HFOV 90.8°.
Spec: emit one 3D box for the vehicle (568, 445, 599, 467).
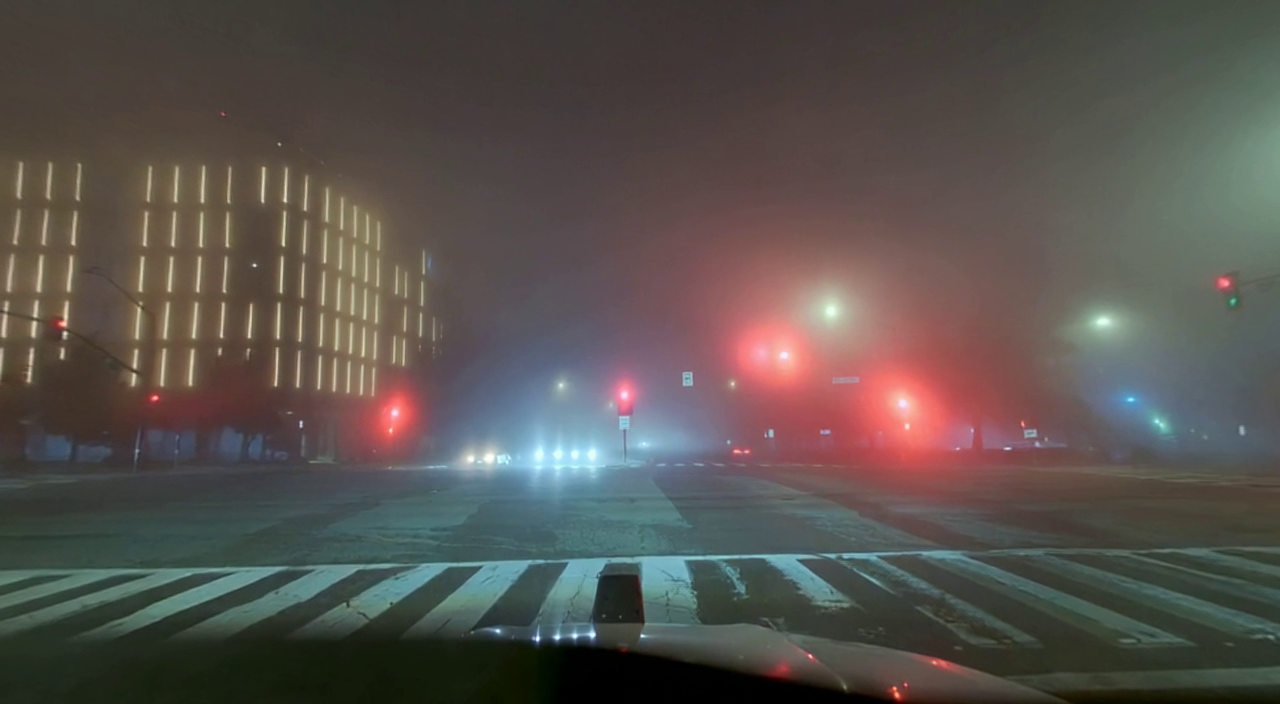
[{"bbox_3d":[-4.390,8.131,49.747,2.130,1.613,4.121,0,-8,0],"label":"vehicle"}]
